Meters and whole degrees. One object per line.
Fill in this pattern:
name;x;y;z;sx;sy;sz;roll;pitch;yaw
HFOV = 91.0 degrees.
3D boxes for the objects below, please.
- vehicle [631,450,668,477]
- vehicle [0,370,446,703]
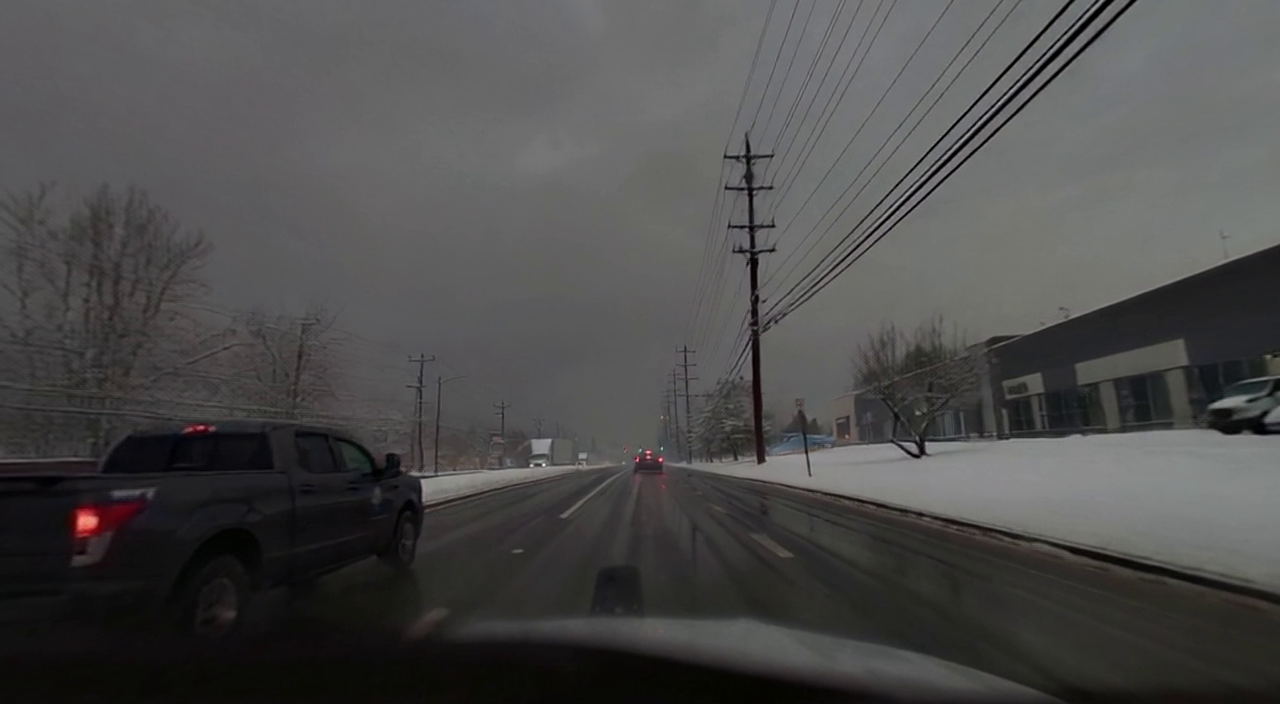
vehicle;0.509;6.741;38.291;2.114;1.492;4.453;0;-9;-1
vehicle;-3.404;1.274;5.041;2.169;1.679;4.723;0;-9;0
